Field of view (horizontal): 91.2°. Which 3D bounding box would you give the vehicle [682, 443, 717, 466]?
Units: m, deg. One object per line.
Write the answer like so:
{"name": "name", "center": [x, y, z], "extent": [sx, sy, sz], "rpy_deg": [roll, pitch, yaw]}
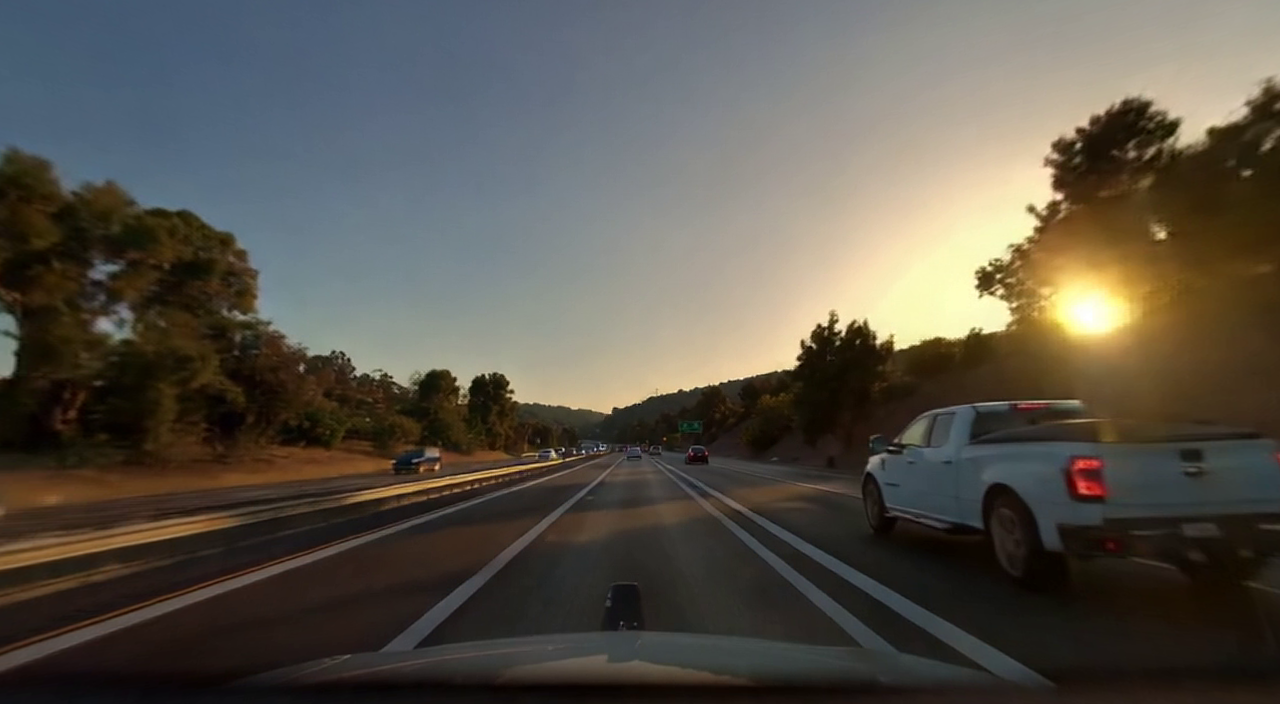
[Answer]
{"name": "vehicle", "center": [4.017, 6.983, 42.662], "extent": [1.917, 1.488, 3.693], "rpy_deg": [0, -9, -1]}

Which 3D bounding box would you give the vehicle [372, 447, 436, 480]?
{"name": "vehicle", "center": [-13.152, 6.209, 35.226], "extent": [1.949, 1.689, 4.243], "rpy_deg": [0, -9, 0]}

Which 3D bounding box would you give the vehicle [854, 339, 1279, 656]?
{"name": "vehicle", "center": [4.216, 1.264, 6.467], "extent": [2.177, 1.914, 5.245], "rpy_deg": [0, -9, 0]}
